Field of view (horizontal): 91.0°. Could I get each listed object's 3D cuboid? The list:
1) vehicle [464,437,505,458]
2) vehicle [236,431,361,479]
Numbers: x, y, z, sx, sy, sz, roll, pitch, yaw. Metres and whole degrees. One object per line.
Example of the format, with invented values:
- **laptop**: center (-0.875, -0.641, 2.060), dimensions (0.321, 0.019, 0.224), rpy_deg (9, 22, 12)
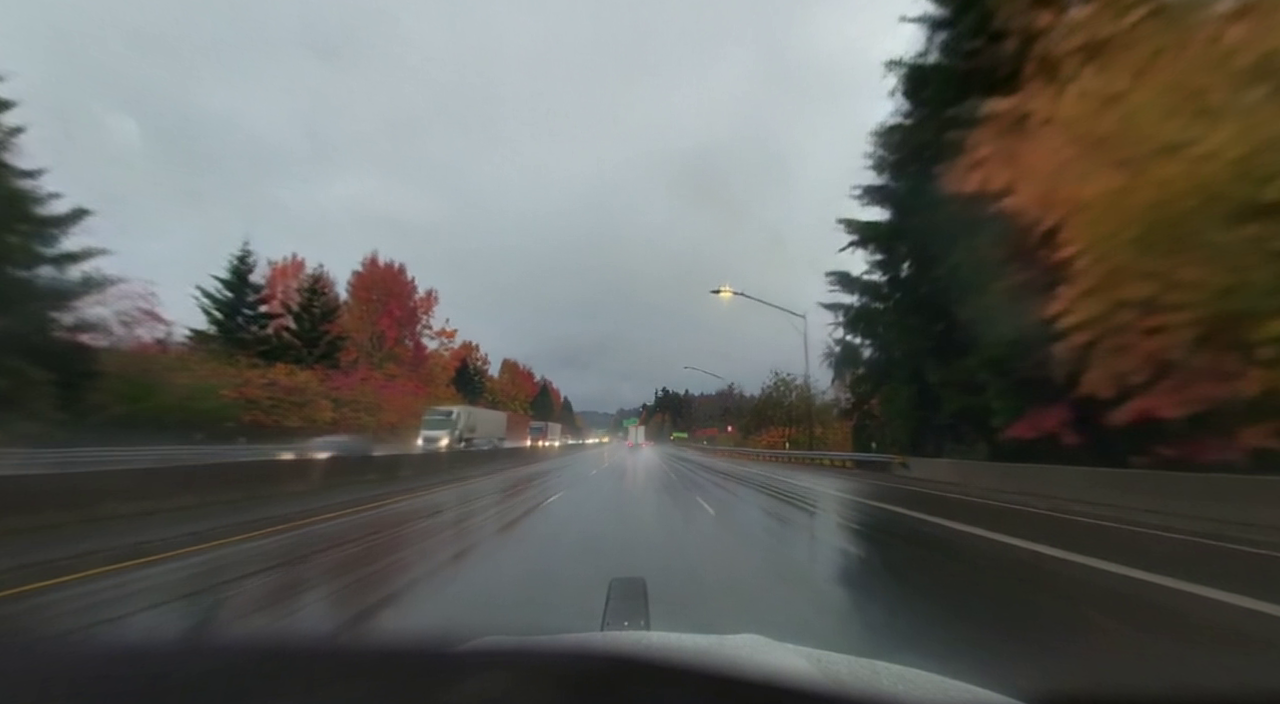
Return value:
- **vehicle**: center (-11.461, 7.060, 46.603), dimensions (1.948, 1.519, 4.592), rpy_deg (0, -8, -1)
- **vehicle**: center (-11.730, 3.551, 22.008), dimensions (1.925, 1.490, 4.372), rpy_deg (0, -8, 0)
